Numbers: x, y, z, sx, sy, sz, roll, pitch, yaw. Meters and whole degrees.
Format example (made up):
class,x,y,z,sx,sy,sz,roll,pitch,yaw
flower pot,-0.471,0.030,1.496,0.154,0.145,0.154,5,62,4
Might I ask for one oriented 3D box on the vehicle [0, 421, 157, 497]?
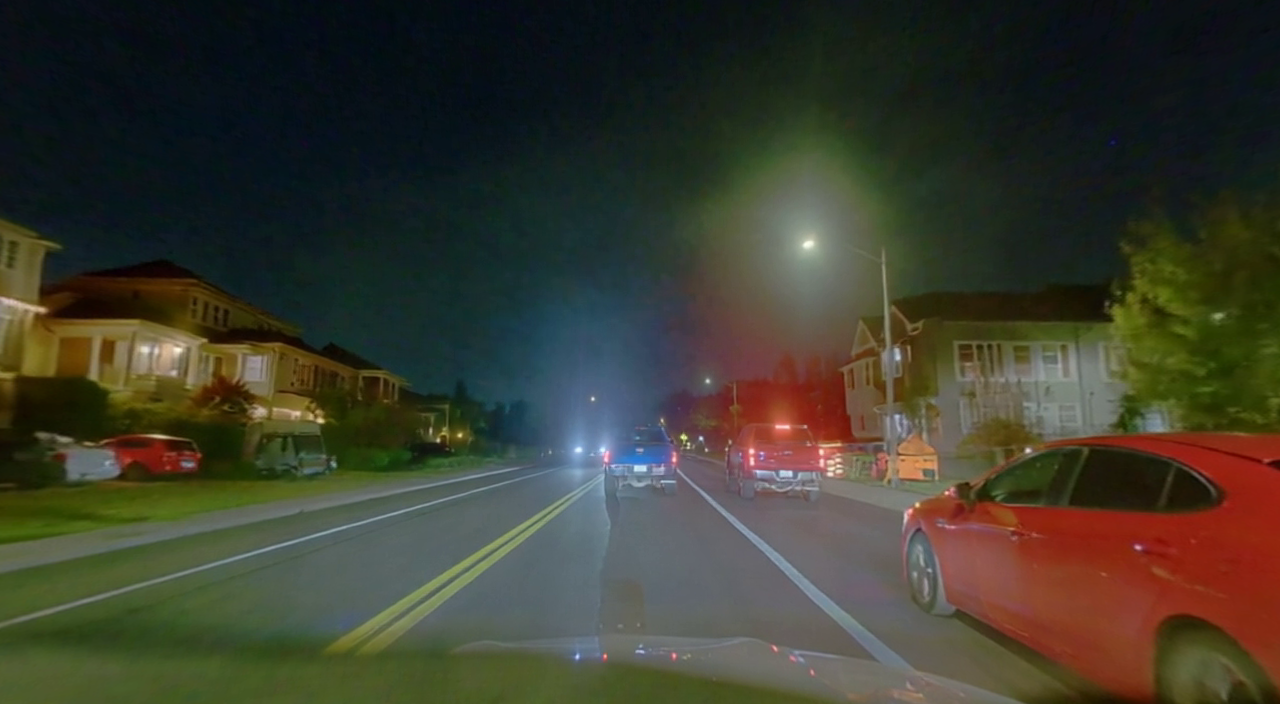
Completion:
class,x,y,z,sx,sy,sz,roll,pitch,yaw
vehicle,-14.969,2.756,16.491,2.010,1.721,4.499,2,-9,-16

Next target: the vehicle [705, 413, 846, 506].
class,x,y,z,sx,sy,sz,roll,pitch,yaw
vehicle,3.224,2.758,16.471,2.486,1.993,5.667,0,-8,0

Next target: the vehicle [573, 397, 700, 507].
class,x,y,z,sx,sy,sz,roll,pitch,yaw
vehicle,-0.027,2.668,17.028,2.751,2.361,6.347,1,-9,1

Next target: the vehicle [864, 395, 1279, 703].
class,x,y,z,sx,sy,sz,roll,pitch,yaw
vehicle,3.039,1.102,3.401,2.010,1.499,4.481,0,-8,0

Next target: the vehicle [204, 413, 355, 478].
class,x,y,z,sx,sy,sz,roll,pitch,yaw
vehicle,-13.388,3.546,23.917,2.475,2.157,5.567,0,-8,-1
